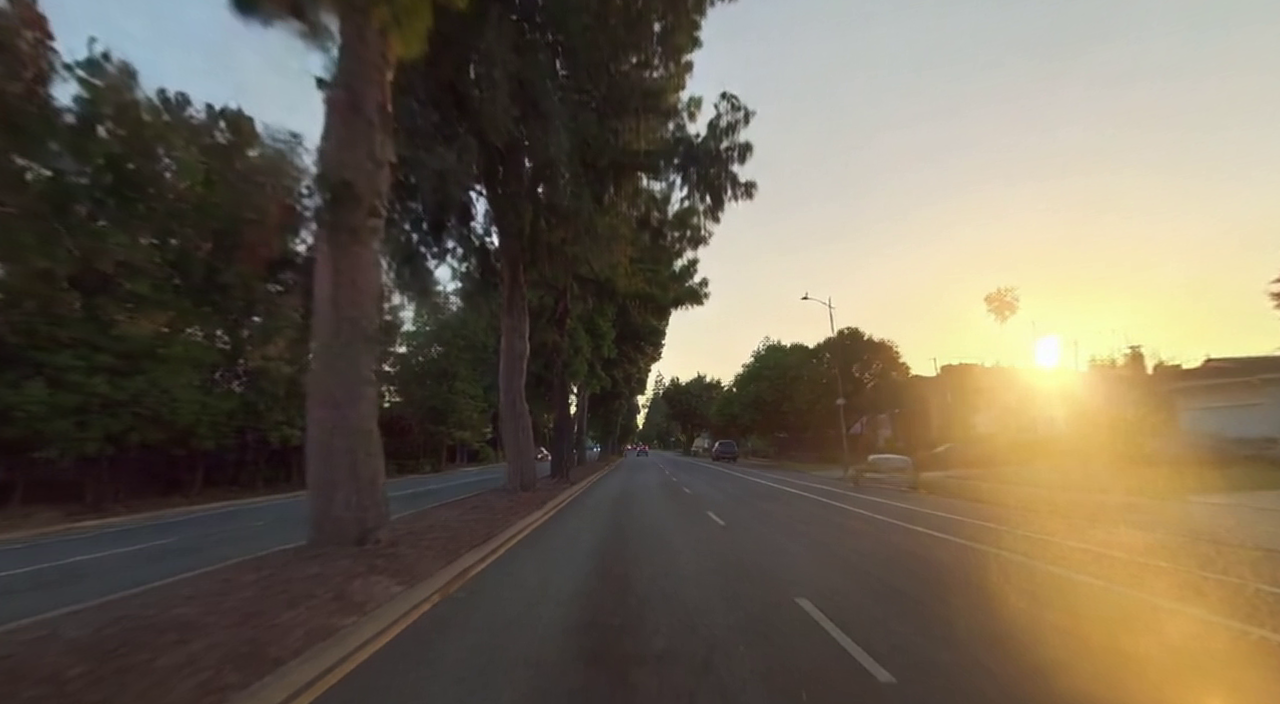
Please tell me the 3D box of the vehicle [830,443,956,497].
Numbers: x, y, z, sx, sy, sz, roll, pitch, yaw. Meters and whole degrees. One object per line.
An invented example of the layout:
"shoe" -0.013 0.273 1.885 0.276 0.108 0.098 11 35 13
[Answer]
"vehicle" 7.613 3.588 19.618 1.967 1.449 4.645 0 -9 0
